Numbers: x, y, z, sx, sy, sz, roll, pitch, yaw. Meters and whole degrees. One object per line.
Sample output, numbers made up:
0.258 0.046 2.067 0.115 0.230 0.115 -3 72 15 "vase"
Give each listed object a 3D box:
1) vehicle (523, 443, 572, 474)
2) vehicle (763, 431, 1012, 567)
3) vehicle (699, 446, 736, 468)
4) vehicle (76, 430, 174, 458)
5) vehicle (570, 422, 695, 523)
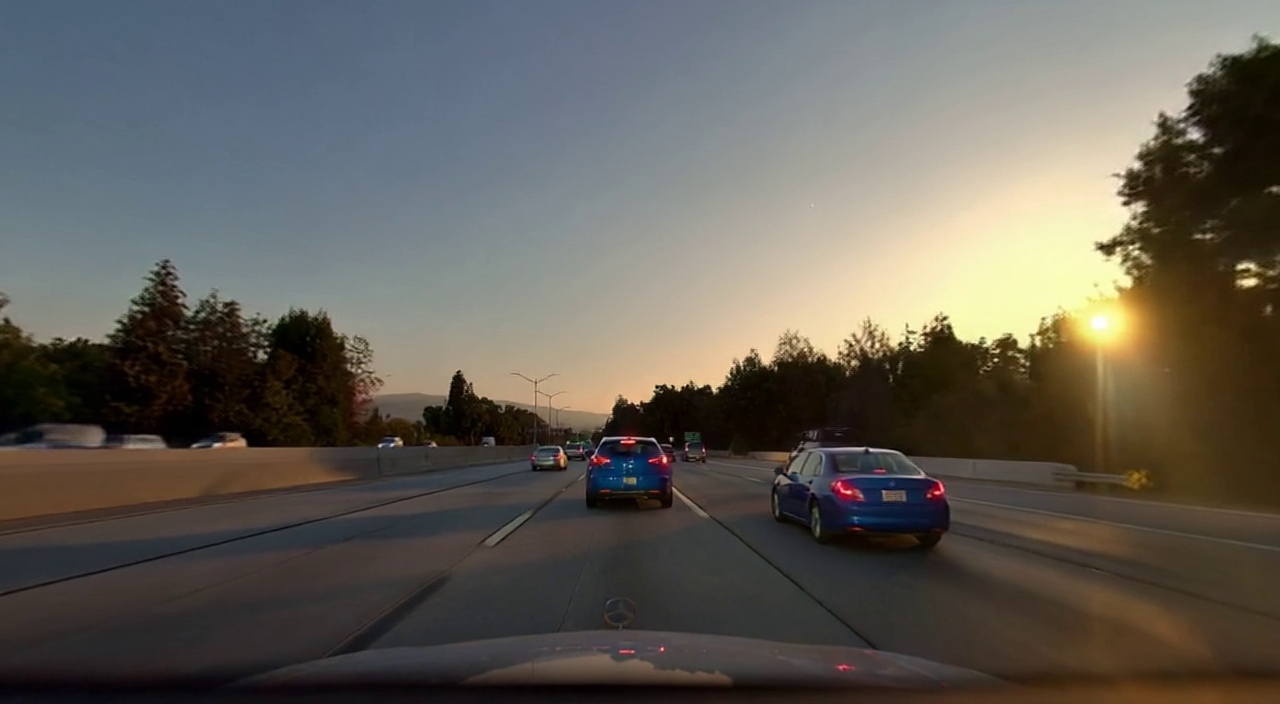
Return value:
-4.797 5.589 33.185 2.023 1.497 4.526 1 -9 -1 "vehicle"
3.280 2.024 9.445 1.975 1.532 4.227 1 -9 -1 "vehicle"
5.822 7.948 47.763 1.972 1.521 4.498 1 -9 -3 "vehicle"
-30.497 5.493 37.520 1.862 1.506 4.793 1 -9 -2 "vehicle"
-0.155 2.414 13.073 2.181 1.728 3.970 1 -9 -1 "vehicle"
